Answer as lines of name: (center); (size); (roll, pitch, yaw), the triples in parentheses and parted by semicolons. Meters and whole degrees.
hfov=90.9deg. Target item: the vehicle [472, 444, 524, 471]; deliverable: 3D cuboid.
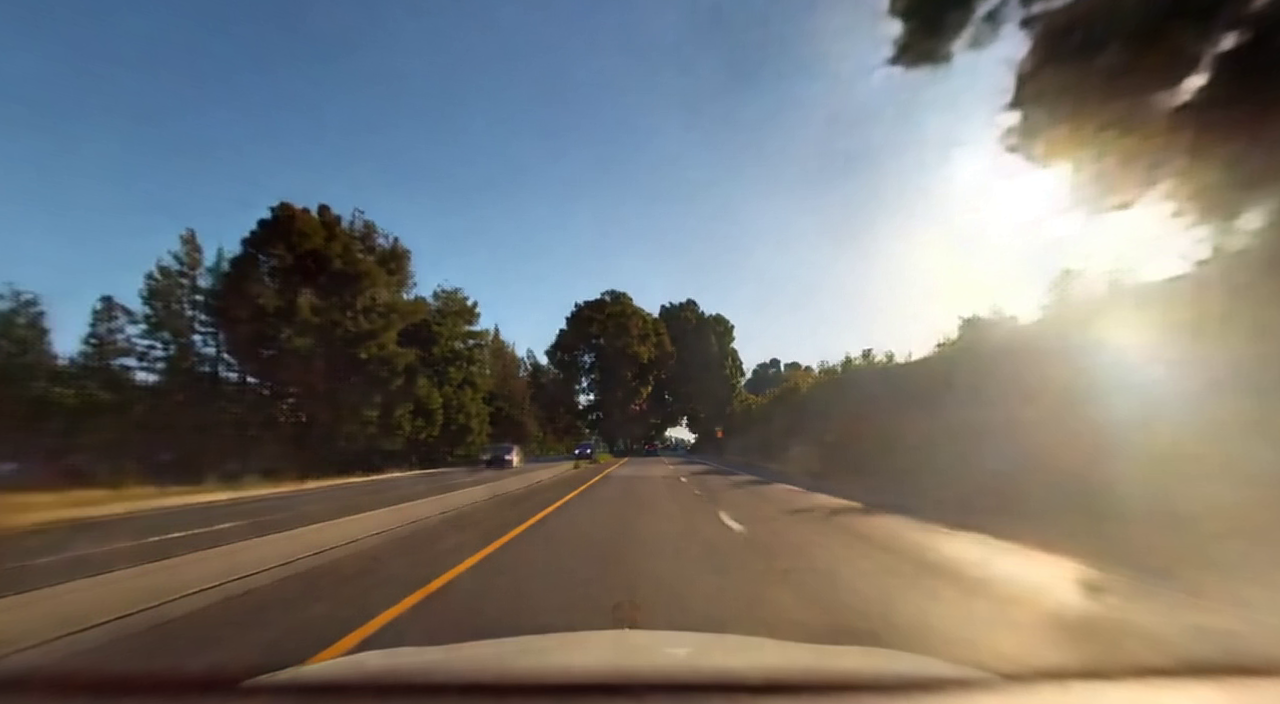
vehicle: (-8.645, 6.444, 38.740); (2.040, 1.491, 4.606); (0, -9, 1)
